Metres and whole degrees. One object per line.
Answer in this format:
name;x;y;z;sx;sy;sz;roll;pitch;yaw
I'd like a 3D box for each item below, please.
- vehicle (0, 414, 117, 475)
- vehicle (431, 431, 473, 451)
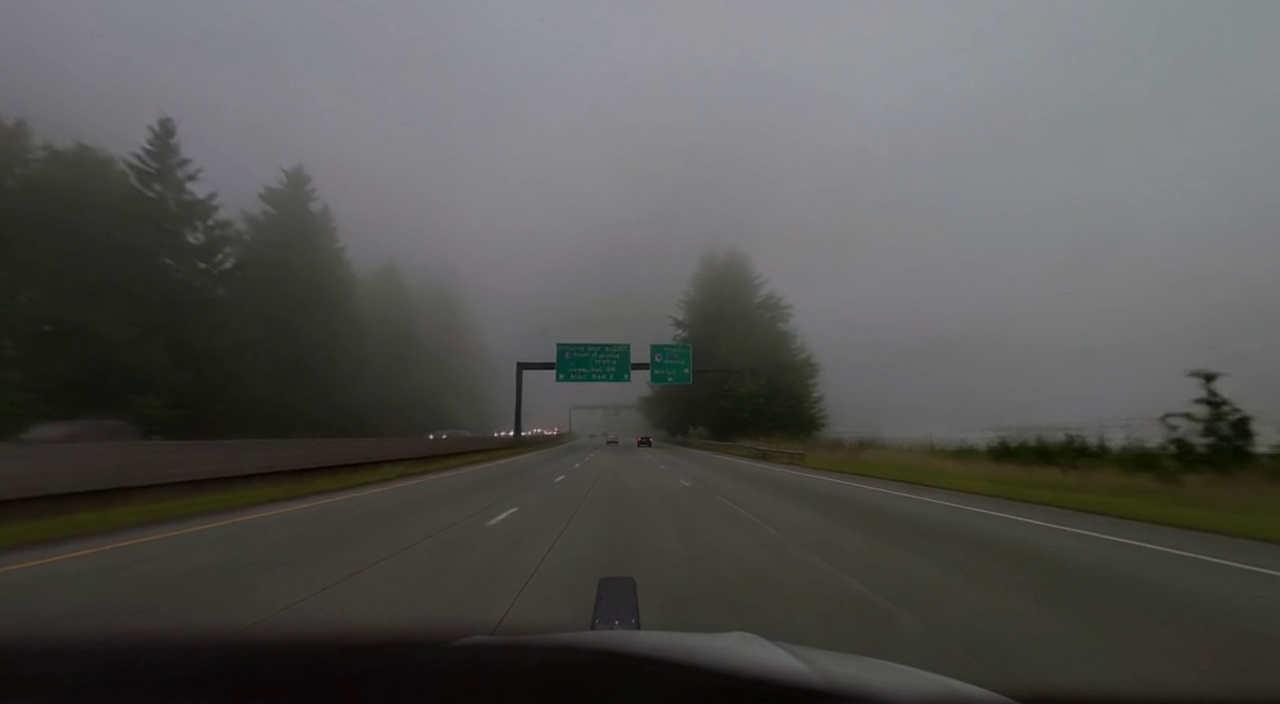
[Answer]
vehicle;-17.370;2.578;17.607;1.916;1.544;4.149;0;-8;0
vehicle;-14.749;7.006;49.645;1.916;1.461;4.780;0;-8;-2
